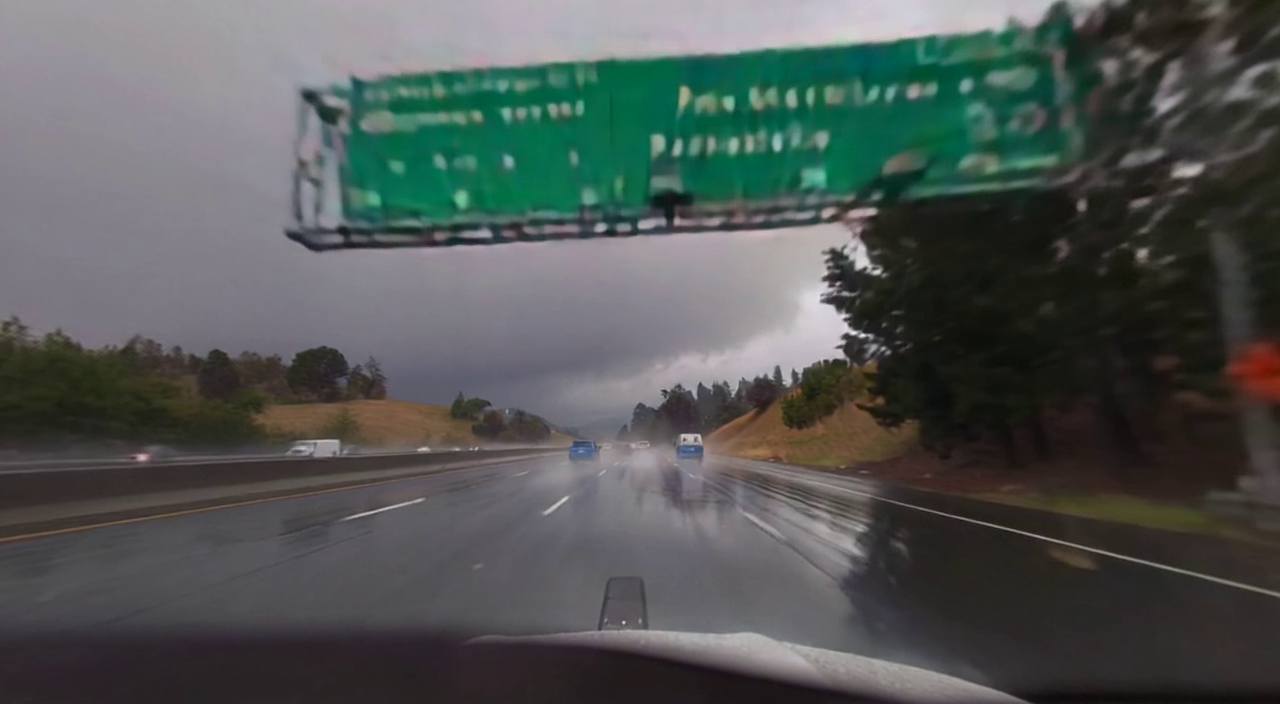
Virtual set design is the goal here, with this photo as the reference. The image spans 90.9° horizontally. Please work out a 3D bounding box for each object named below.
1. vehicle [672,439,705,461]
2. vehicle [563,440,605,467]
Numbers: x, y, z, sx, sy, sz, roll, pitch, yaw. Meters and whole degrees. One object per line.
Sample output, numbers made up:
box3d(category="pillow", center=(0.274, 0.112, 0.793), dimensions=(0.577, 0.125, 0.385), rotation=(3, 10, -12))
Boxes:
box3d(category="vehicle", center=(3.734, 7.618, 49.181), dimensions=(2.168, 1.681, 4.279), rotation=(0, -8, 0))
box3d(category="vehicle", center=(-3.447, 6.331, 39.552), dimensions=(2.159, 1.562, 4.441), rotation=(0, -8, 1))
